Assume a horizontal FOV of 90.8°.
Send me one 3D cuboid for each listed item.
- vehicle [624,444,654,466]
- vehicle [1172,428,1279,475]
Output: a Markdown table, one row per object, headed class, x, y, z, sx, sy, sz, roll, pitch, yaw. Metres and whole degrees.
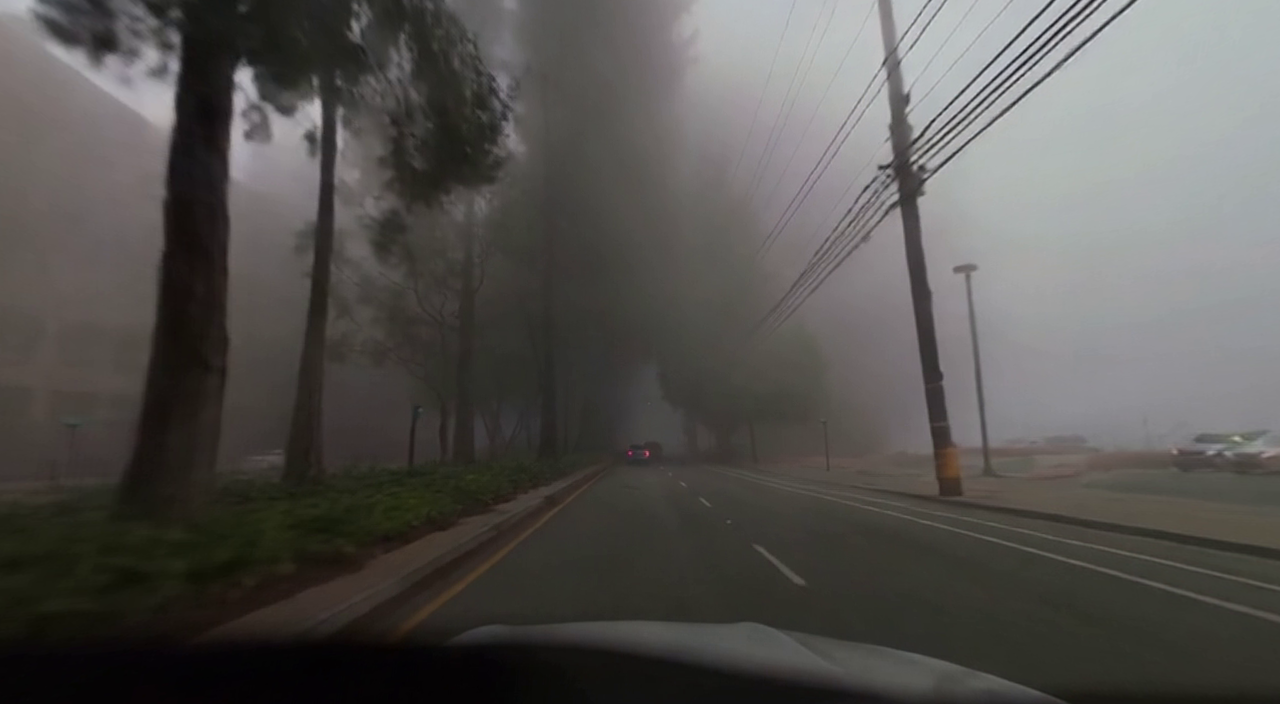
| class | x | y | z | sx | sy | sz | roll | pitch | yaw |
| --- | --- | --- | --- | --- | --- | --- | --- | --- | --- |
| vehicle | -0.090 | 7.507 | 46.243 | 2.109 | 1.501 | 4.042 | 0 | -8 | -1 |
| vehicle | 25.873 | 4.143 | 26.256 | 2.189 | 1.805 | 5.633 | 0 | -10 | -6 |
